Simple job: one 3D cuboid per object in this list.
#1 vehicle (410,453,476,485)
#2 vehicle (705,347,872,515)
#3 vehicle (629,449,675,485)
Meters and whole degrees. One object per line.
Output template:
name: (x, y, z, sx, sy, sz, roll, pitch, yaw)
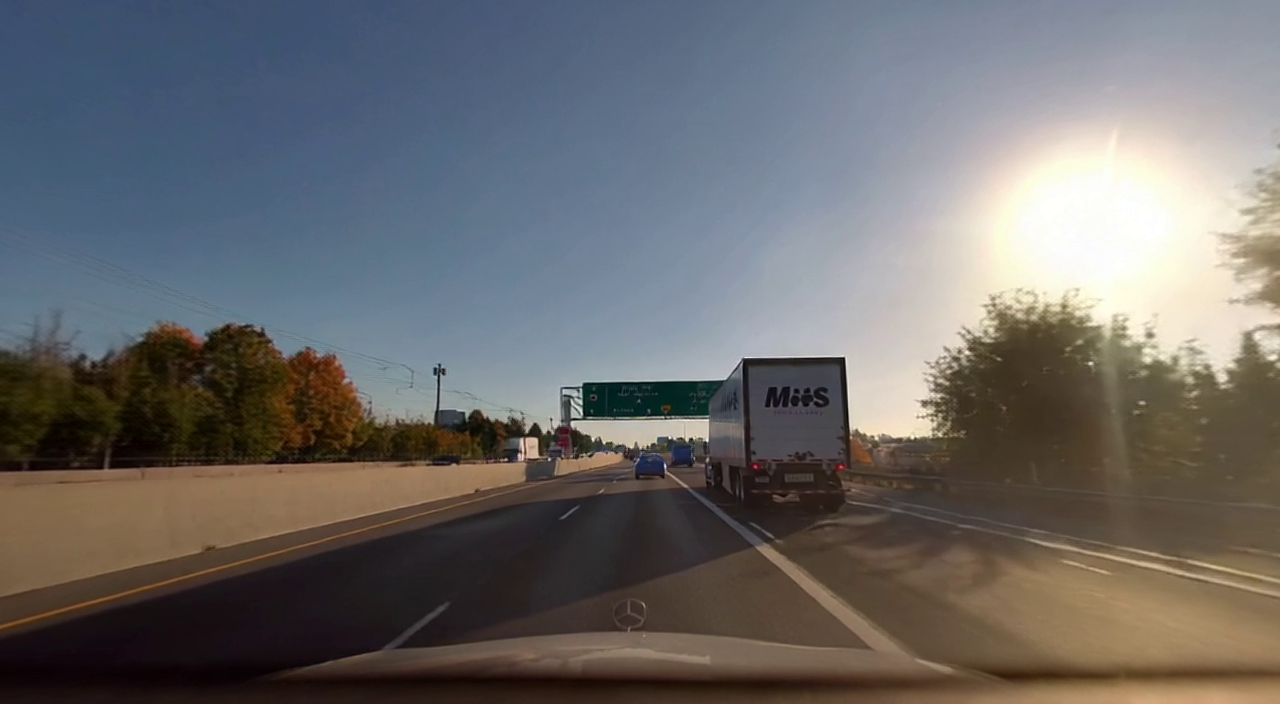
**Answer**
vehicle: (-9.917, 5.892, 32.058, 1.884, 1.490, 4.219, 0, -9, 2)
vehicle: (4.329, 2.991, 22.560, 3.002, 4.104, 14.174, 0, -9, 2)
vehicle: (0.582, 5.592, 31.045, 2.121, 1.642, 3.828, 0, -9, 1)
